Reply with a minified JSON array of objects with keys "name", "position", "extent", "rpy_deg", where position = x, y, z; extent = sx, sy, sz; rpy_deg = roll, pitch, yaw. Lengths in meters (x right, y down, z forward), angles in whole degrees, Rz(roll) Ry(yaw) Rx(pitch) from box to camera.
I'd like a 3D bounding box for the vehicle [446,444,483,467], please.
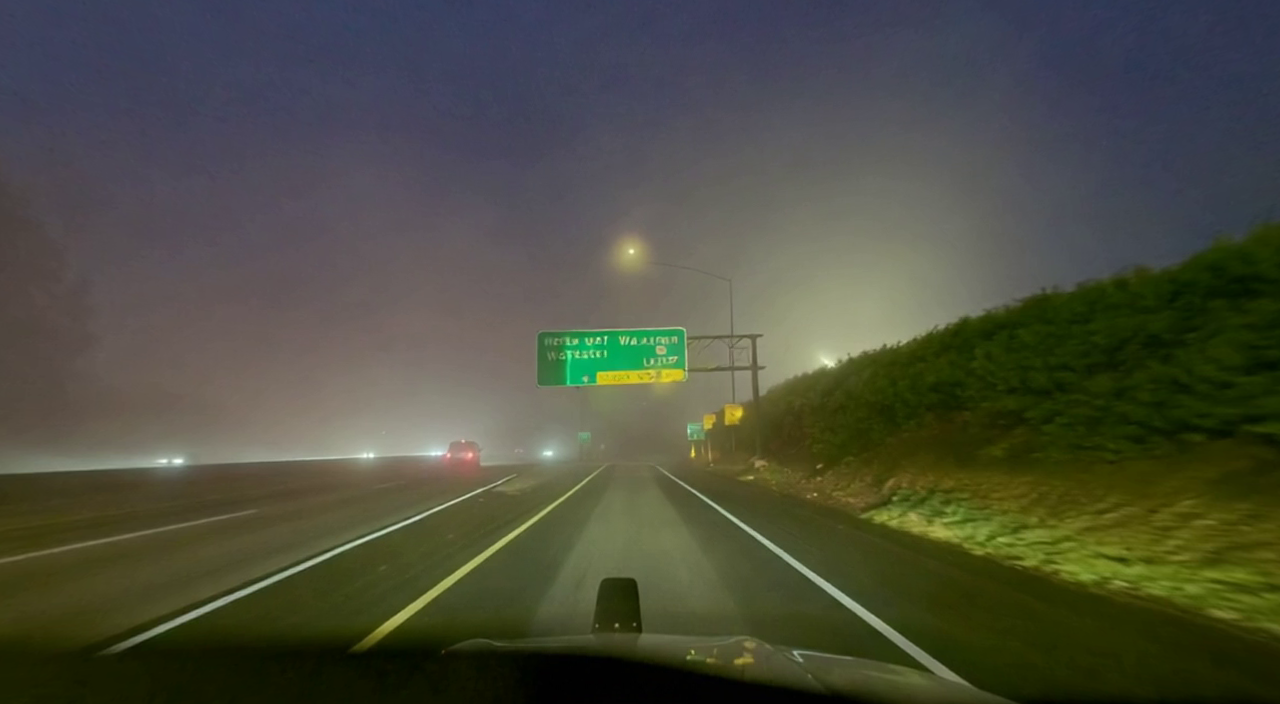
[{"name":"vehicle","position":[-13.598,8.018,49.224],"extent":[2.018,1.710,4.252],"rpy_deg":[0,-9,-5]}]
